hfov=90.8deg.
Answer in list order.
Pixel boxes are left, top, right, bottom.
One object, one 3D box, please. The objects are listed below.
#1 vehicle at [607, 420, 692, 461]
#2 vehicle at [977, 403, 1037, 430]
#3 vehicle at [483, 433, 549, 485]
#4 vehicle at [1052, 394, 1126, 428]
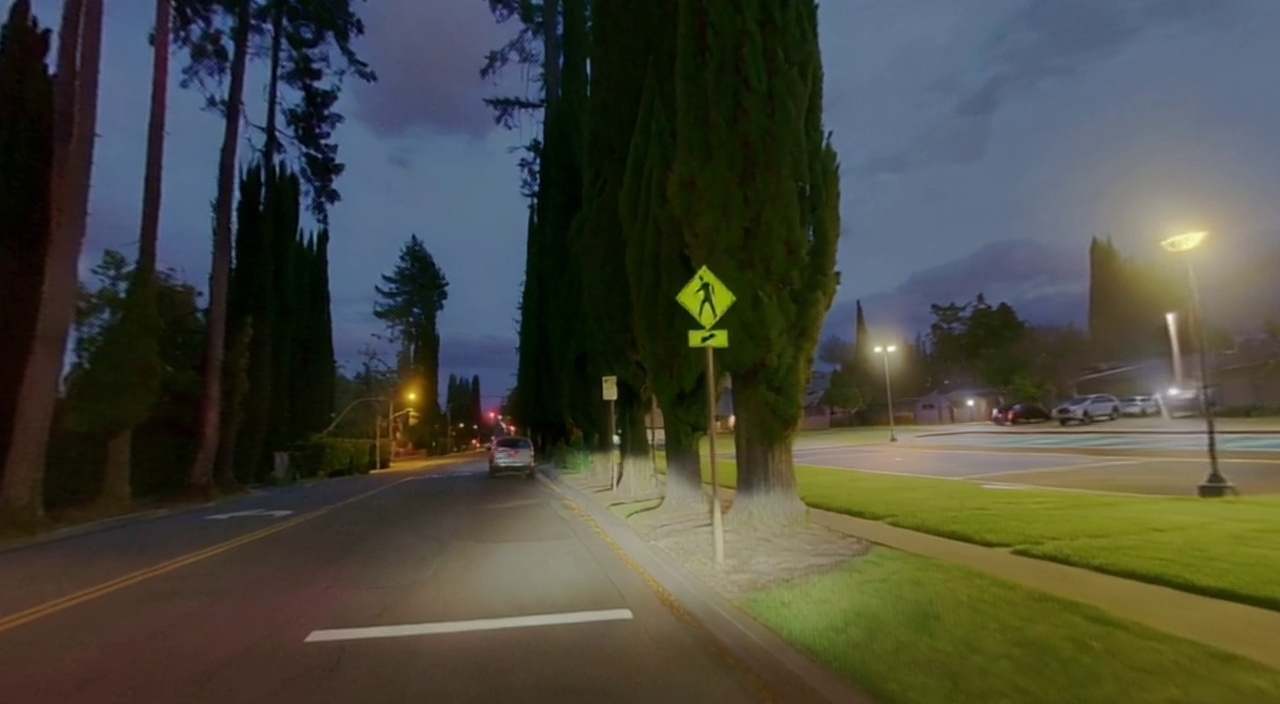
[{"bbox_3d":[0.583,4.748,34.157,4.390,1.696,1.954,0,-6,-44],"label":"vehicle"},{"bbox_3d":[24.160,4.268,41.499,4.245,1.601,1.912,7,-11,-39],"label":"vehicle"},{"bbox_3d":[-4.725,4.016,23.991,2.204,1.776,4.262,2,-9,-11],"label":"vehicle"},{"bbox_3d":[25.173,3.356,35.383,4.481,1.634,1.973,6,-11,-37],"label":"vehicle"}]
